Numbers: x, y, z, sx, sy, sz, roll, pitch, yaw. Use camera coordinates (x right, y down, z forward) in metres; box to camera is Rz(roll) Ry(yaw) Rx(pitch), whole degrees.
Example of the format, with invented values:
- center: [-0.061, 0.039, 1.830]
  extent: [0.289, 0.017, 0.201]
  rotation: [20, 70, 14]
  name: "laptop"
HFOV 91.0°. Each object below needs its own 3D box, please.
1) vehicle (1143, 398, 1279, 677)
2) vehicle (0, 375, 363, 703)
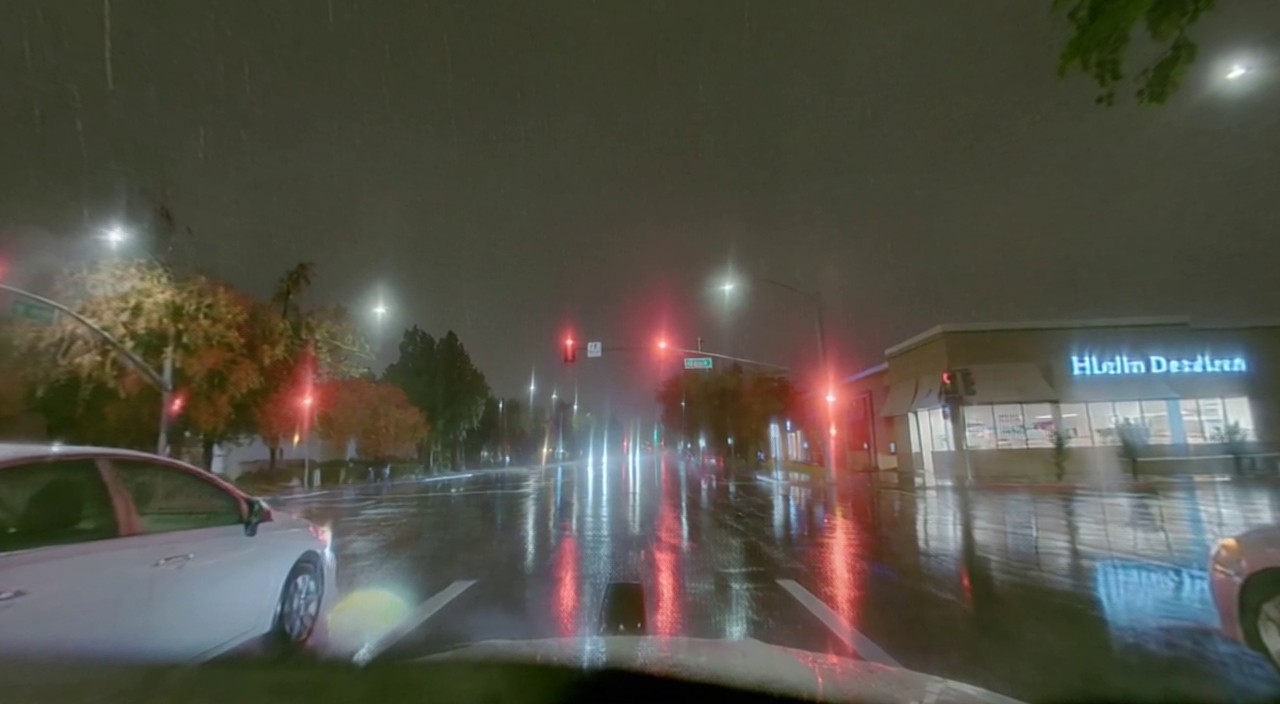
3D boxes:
- center: [4.842, 0.915, 2.467]
  extent: [2.039, 1.655, 4.495]
  rotation: [0, -9, 1]
  name: "vehicle"
- center: [-3.491, 1.054, 3.422]
  extent: [1.947, 1.627, 4.248]
  rotation: [0, -9, 1]
  name: "vehicle"
